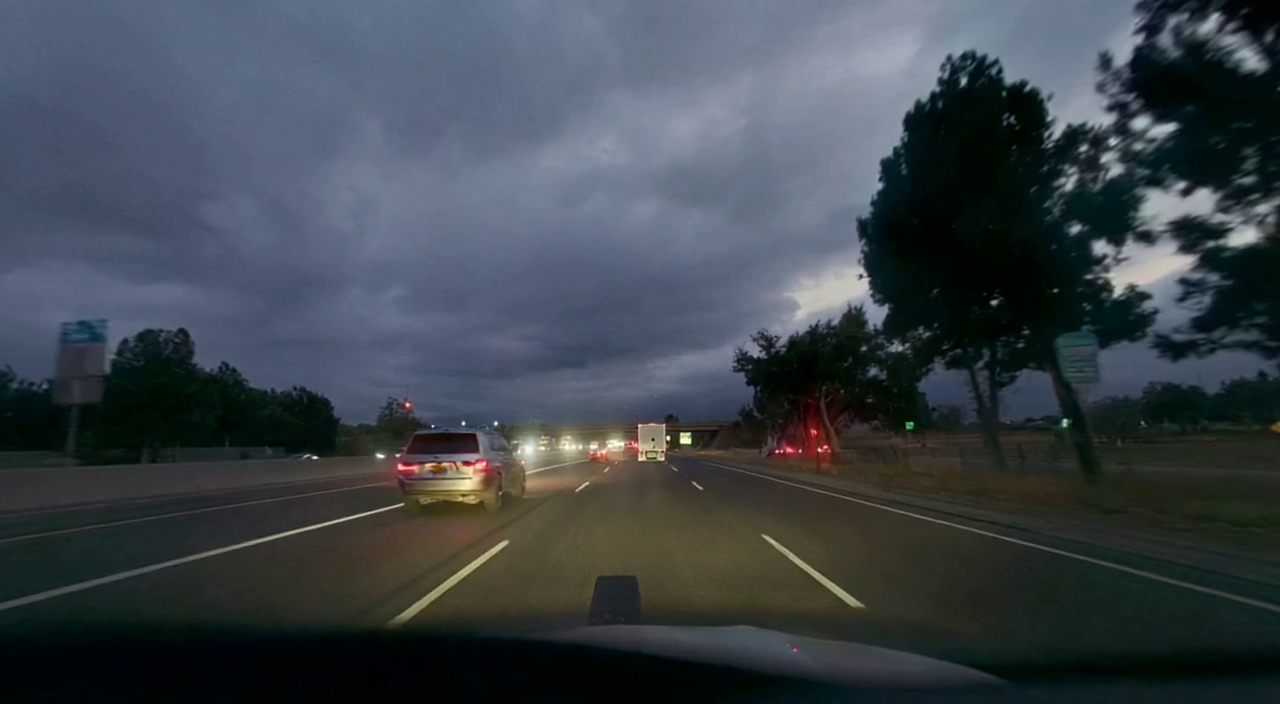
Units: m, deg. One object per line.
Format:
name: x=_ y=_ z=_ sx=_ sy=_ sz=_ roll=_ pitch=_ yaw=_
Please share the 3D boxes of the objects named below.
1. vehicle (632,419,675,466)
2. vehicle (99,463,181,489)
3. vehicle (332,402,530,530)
vehicle: x=0.837 y=6.480 z=44.902 sx=2.790 sy=3.075 sz=7.414 roll=0 pitch=-9 yaw=-1
vehicle: x=-35.585 y=8.816 z=45.015 sx=1.845 sy=1.578 sz=4.857 roll=0 pitch=-9 yaw=0
vehicle: x=-3.966 y=2.322 z=13.317 sx=2.233 sy=2.093 sz=5.565 roll=0 pitch=-9 yaw=0
